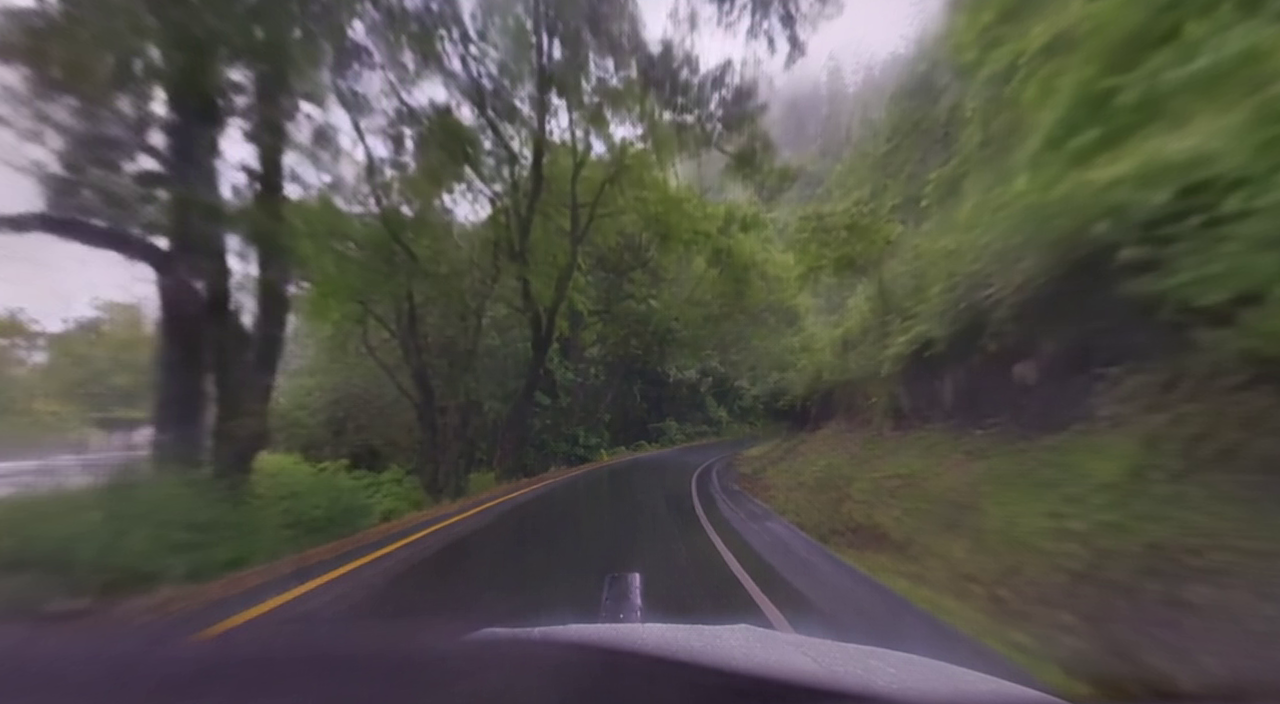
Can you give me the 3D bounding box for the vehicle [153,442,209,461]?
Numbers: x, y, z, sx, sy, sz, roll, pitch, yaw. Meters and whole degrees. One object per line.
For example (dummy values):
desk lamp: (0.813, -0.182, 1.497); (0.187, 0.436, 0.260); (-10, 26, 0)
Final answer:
vehicle: (-36.041, 7.821, 49.705); (1.884, 1.430, 3.705); (1, -9, -6)
